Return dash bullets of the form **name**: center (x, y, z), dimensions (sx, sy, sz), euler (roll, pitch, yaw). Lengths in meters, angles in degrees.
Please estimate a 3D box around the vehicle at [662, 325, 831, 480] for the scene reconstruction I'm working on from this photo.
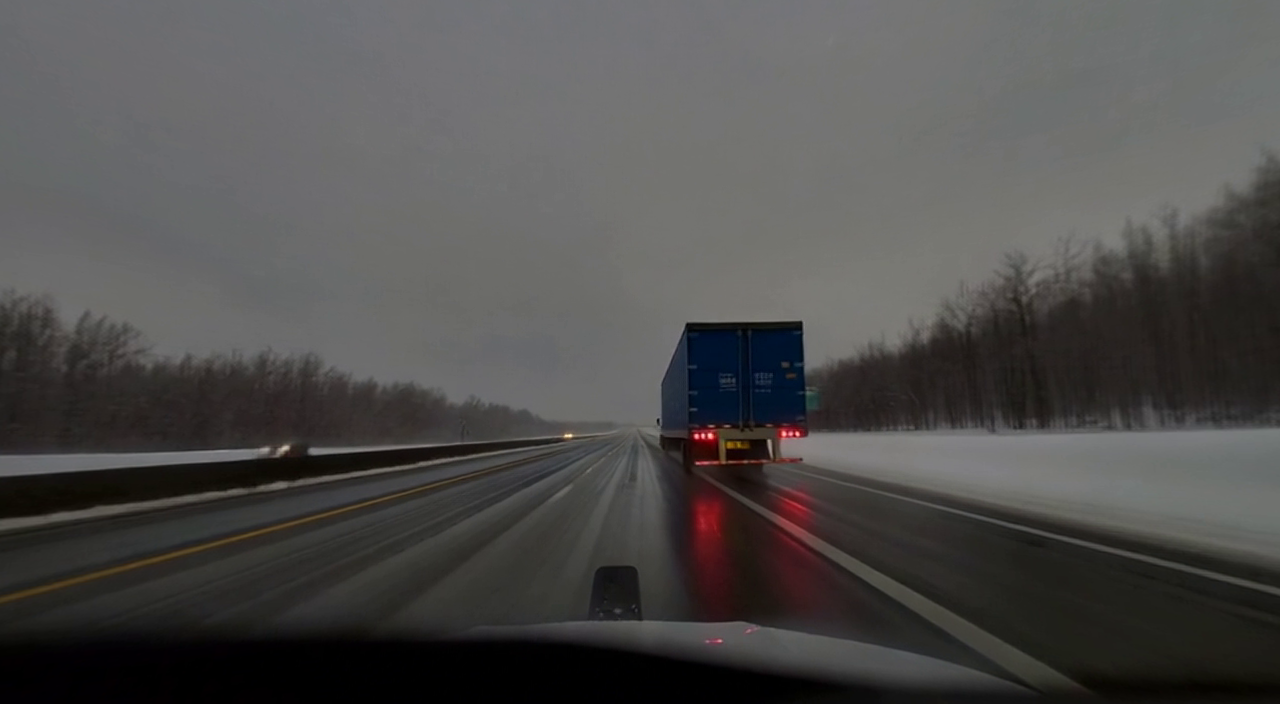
- **vehicle**: center (2.737, 1.987, 21.089), dimensions (3.446, 3.698, 12.089), euler (0, -8, 0)

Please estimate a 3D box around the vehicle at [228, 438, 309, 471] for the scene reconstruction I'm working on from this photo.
- **vehicle**: center (-22.373, 6.142, 38.101), dimensions (2.037, 1.830, 4.722), euler (0, -8, 0)
